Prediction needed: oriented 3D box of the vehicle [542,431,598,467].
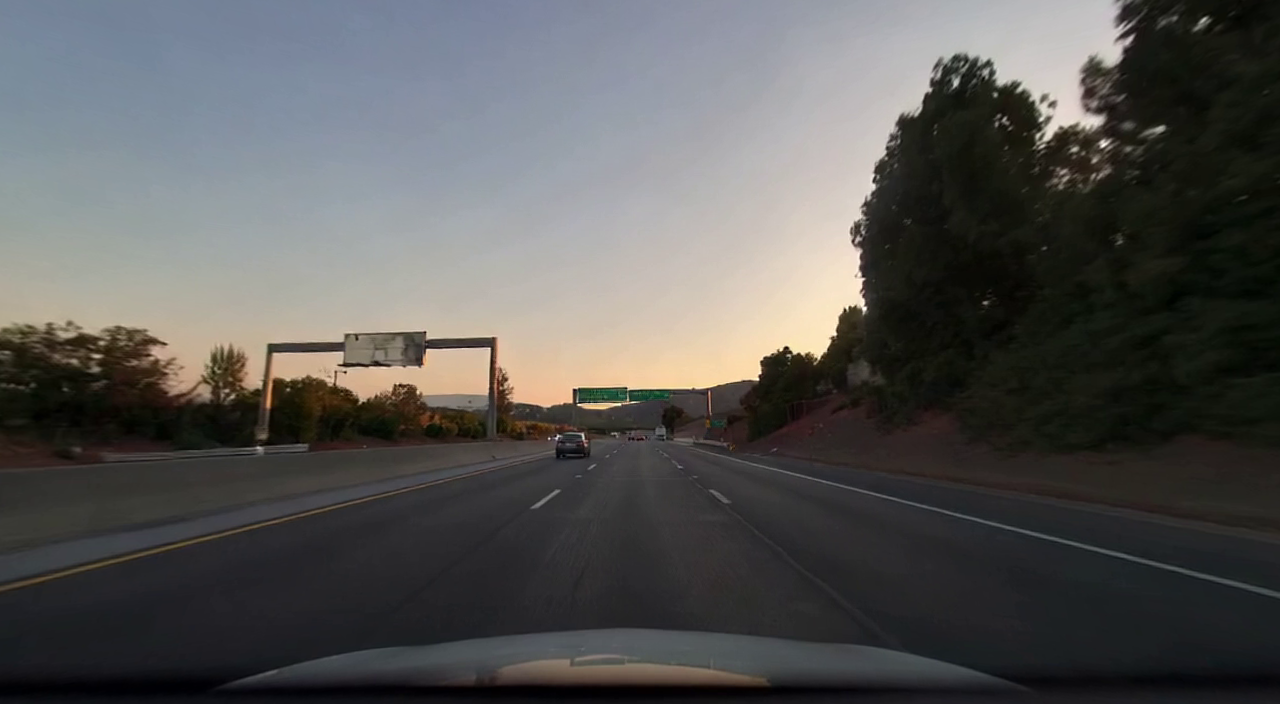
[{"bbox_3d":[-3.315,4.650,30.600,2.148,1.603,4.513,0,-8,1],"label":"vehicle"}]
